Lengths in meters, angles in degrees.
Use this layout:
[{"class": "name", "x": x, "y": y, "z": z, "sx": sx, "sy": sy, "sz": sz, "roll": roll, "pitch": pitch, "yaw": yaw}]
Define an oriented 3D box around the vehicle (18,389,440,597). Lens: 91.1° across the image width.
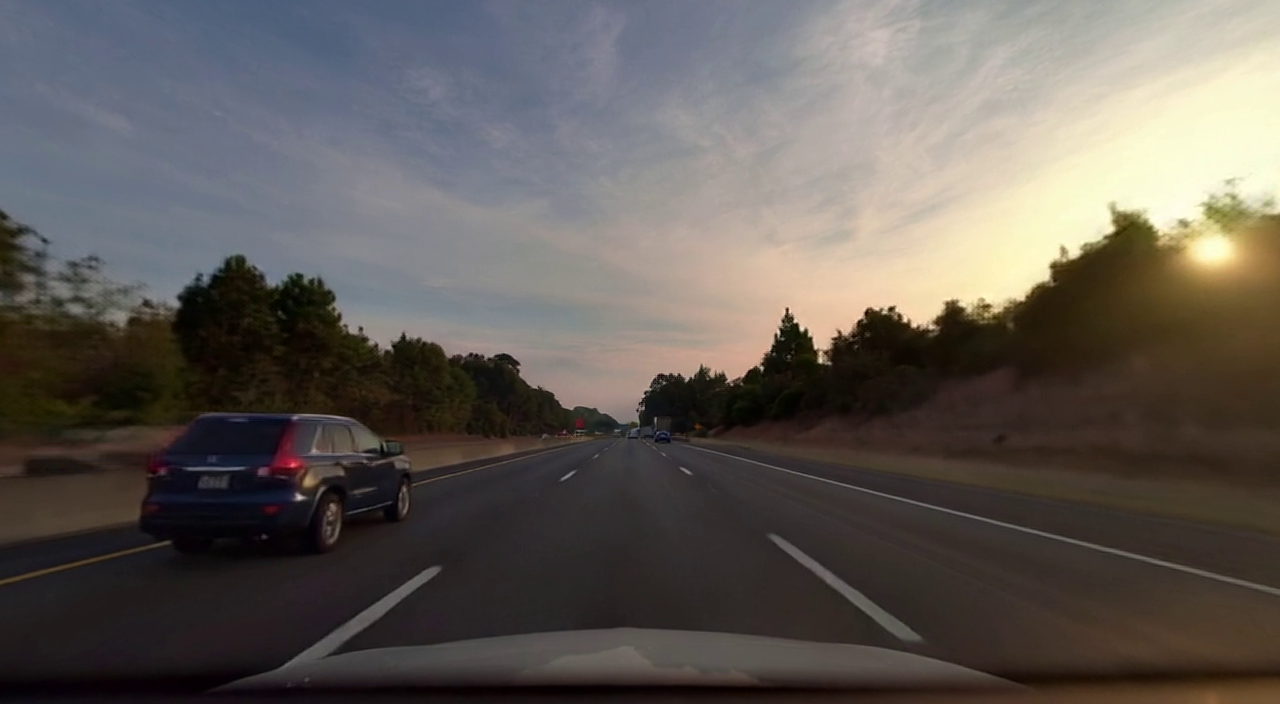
[{"class": "vehicle", "x": -3.863, "y": 1.362, "z": 6.958, "sx": 2.000, "sy": 1.620, "sz": 3.929, "roll": 0, "pitch": -8, "yaw": 0}]
